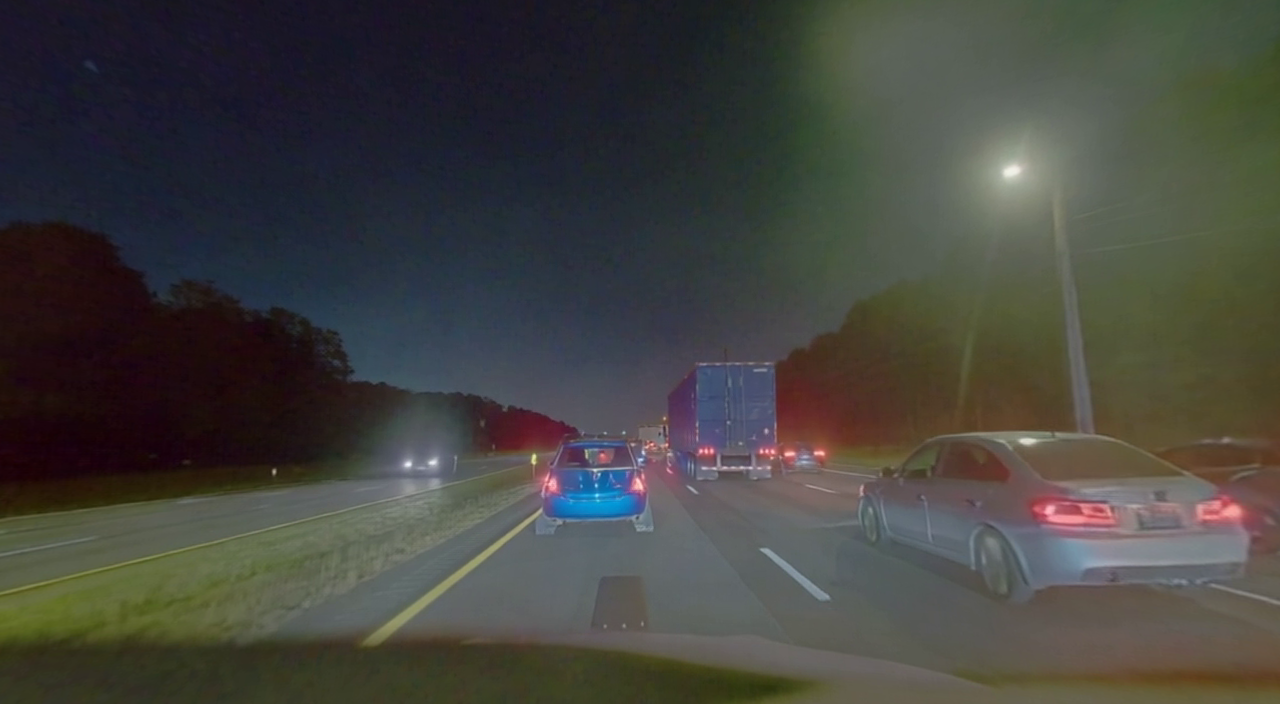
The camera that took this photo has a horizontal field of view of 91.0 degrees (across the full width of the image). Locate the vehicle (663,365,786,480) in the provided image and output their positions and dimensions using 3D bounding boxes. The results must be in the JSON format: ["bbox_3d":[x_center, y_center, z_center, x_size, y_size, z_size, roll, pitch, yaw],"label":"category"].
[{"bbox_3d":[3.478,3.805,31.996,3.591,4.290,16.696,0,-8,-1],"label":"vehicle"}]

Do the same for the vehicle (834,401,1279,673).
[{"bbox_3d":[3.584,1.382,5.959,1.960,1.515,4.713,0,-8,0],"label":"vehicle"}]

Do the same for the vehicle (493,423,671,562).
[{"bbox_3d":[-0.706,1.889,9.212,2.009,1.554,4.013,0,-8,-1],"label":"vehicle"}]

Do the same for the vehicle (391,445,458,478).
[{"bbox_3d":[-11.526,5.875,33.956,2.029,1.617,4.260,0,-8,1],"label":"vehicle"}]
